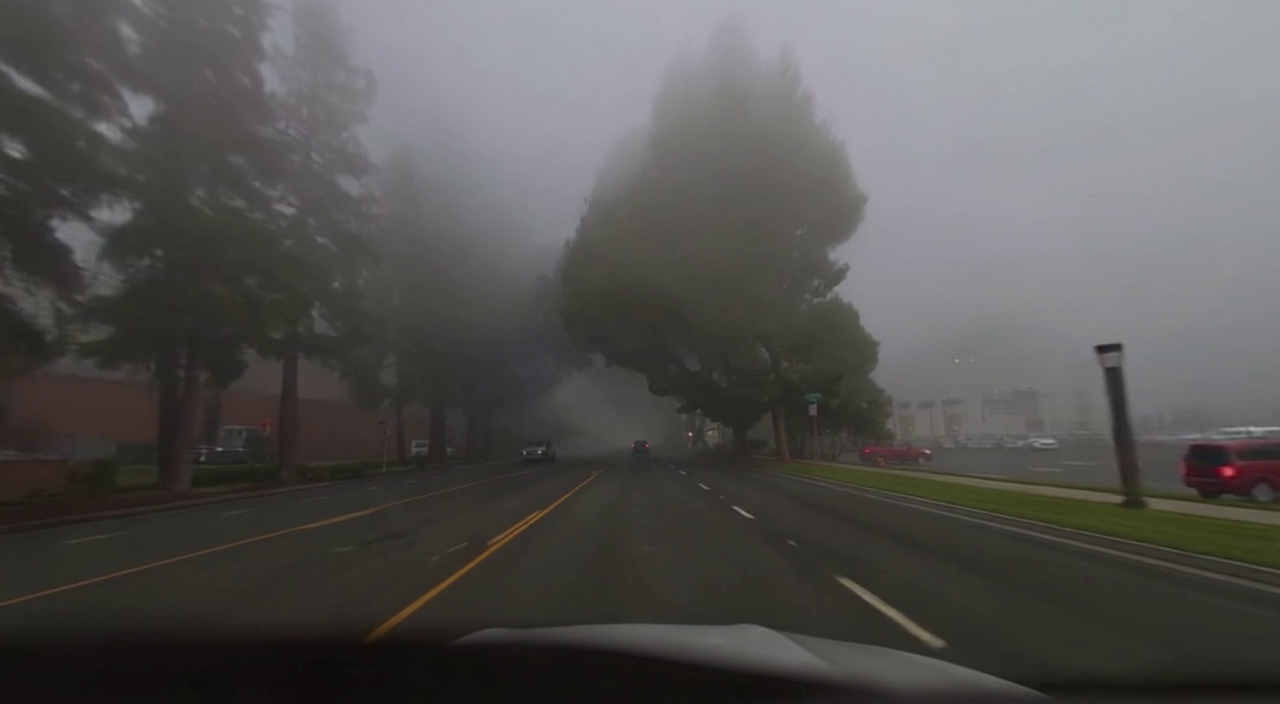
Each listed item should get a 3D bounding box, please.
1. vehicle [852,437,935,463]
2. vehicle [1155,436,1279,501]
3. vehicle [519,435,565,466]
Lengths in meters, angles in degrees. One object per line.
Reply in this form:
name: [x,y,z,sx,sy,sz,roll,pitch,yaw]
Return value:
vehicle: [16.162,6.265,40.458,4.421,1.412,1.949,-2,-8,0]
vehicle: [16.785,3.010,16.578,4.665,1.570,2.080,0,-8,0]
vehicle: [-6.768,6.893,44.379,2.437,1.986,5.135,0,-8,0]
